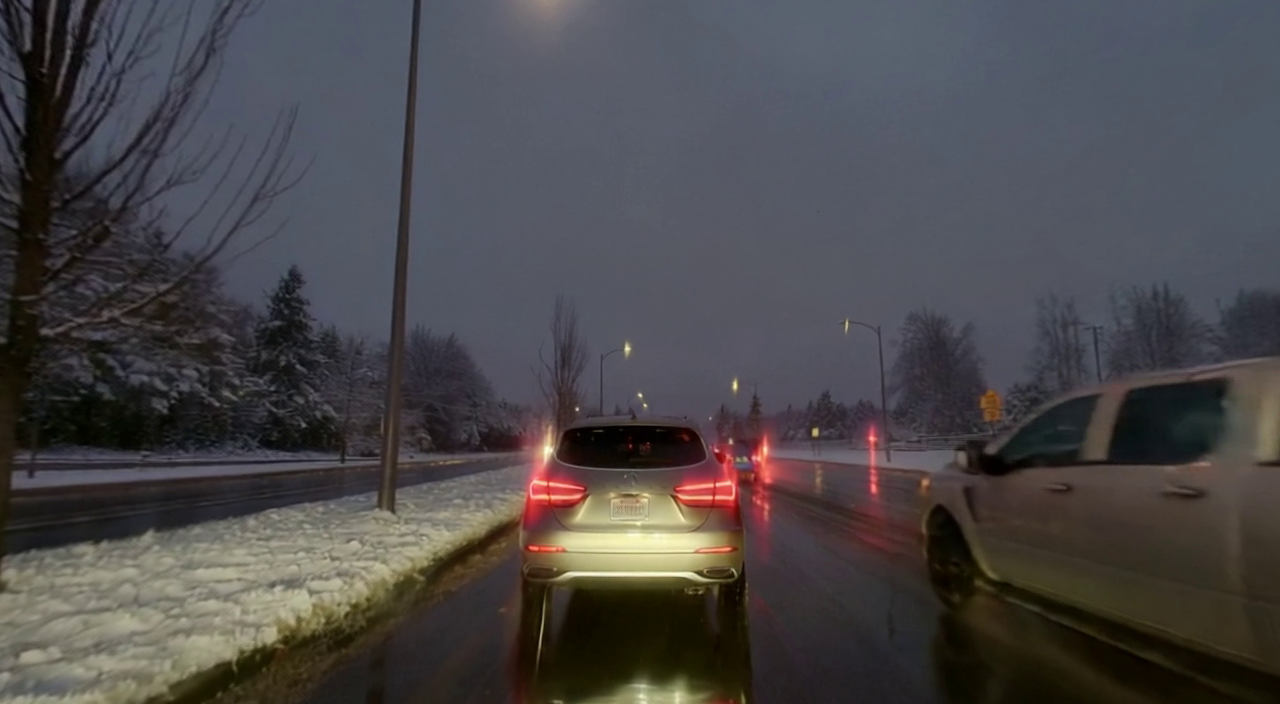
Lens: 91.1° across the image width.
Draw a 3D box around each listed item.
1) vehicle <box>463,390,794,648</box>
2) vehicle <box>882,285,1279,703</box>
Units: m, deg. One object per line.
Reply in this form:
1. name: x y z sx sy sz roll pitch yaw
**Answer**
1. vehicle: -0.085 1.403 6.243 2.172 1.694 4.055 0 -8 0
2. vehicle: 3.917 0.881 3.758 2.440 1.962 6.363 0 -8 0
